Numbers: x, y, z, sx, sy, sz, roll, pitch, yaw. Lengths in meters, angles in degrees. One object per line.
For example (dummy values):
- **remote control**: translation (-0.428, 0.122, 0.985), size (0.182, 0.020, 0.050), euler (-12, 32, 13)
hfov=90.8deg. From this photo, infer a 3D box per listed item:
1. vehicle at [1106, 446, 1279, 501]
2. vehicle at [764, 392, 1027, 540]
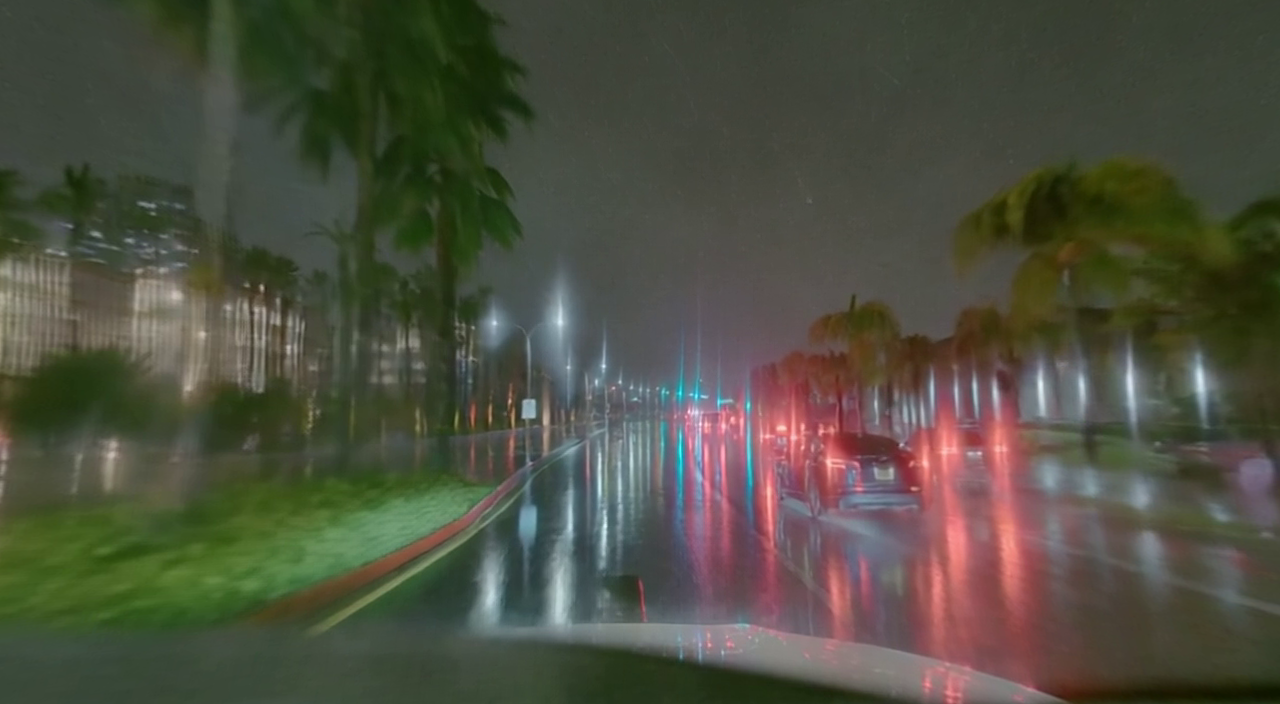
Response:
- **vehicle**: translation (17.627, 3.848, 20.407), size (1.818, 1.568, 4.309), euler (0, -9, 0)
- **vehicle**: translation (3.606, 1.756, 10.168), size (2.219, 1.795, 4.718), euler (0, -9, 0)
